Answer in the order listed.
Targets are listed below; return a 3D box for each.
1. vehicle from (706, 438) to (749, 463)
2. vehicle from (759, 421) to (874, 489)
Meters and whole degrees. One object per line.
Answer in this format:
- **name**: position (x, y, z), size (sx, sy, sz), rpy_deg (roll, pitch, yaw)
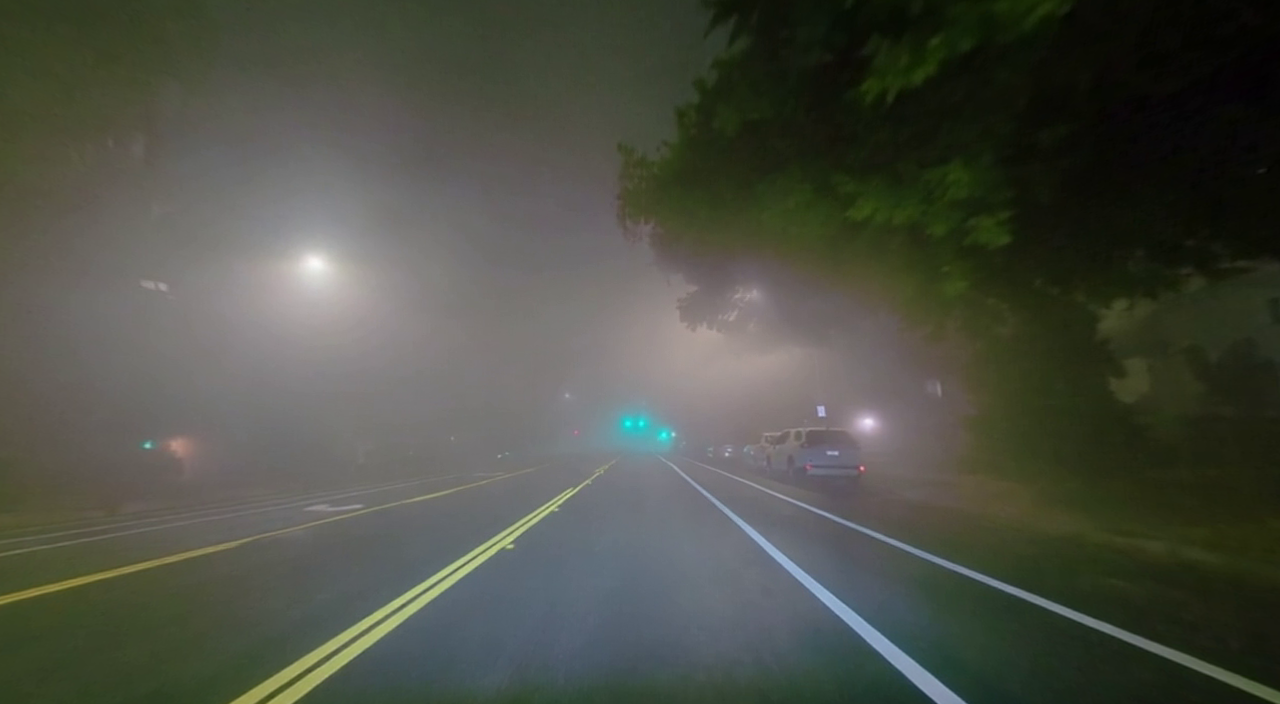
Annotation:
- **vehicle**: position (5.561, 6.312, 40.504), size (1.935, 1.453, 4.488), rpy_deg (0, -8, -3)
- **vehicle**: position (5.180, 3.094, 19.262), size (2.160, 1.800, 4.646), rpy_deg (0, -8, 0)
